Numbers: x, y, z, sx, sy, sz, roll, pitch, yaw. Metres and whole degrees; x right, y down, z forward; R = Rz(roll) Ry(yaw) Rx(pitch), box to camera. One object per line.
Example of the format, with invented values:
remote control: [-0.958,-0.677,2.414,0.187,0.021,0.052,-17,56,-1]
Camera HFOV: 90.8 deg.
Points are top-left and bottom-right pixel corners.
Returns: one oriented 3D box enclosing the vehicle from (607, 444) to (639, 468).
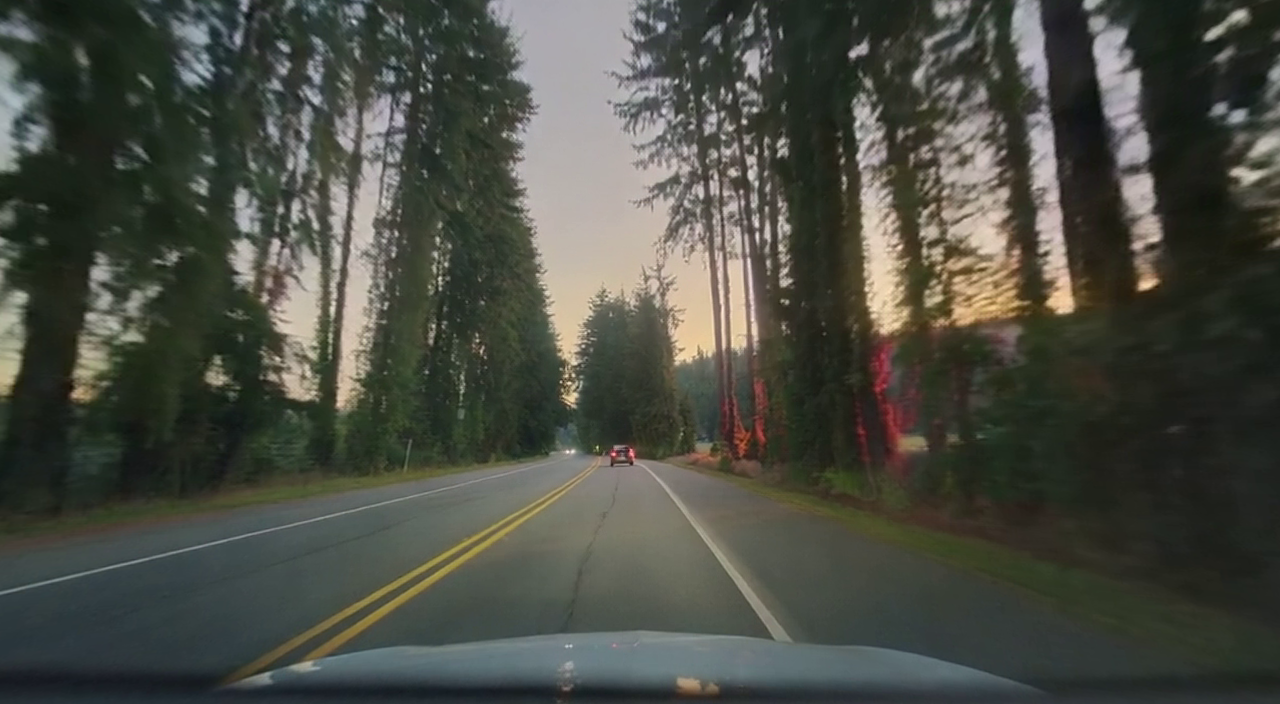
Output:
vehicle: [-1.136,6.834,41.708,2.042,1.489,3.963,0,-9,-2]
